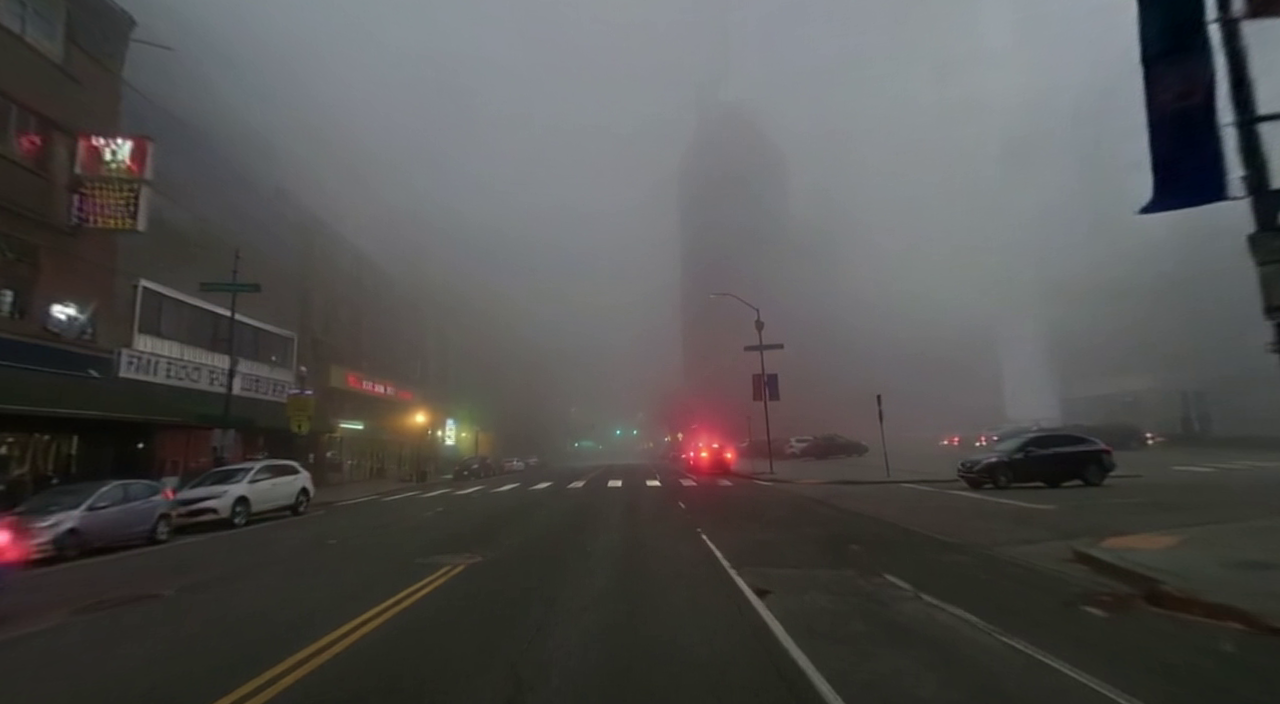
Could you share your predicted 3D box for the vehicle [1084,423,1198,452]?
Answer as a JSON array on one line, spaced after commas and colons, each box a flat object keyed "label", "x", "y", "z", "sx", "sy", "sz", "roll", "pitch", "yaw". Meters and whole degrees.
[{"label": "vehicle", "x": 27.157, "y": 4.649, "z": 34.347, "sx": 4.472, "sy": 1.500, "sz": 1.837, "roll": -1, "pitch": -8, "yaw": 3}]

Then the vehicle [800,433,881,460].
[{"label": "vehicle", "x": 13.457, "y": 6.346, "z": 42.572, "sx": 4.732, "sy": 1.746, "sz": 2.141, "roll": 0, "pitch": -8, "yaw": 0}]

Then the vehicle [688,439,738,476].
[{"label": "vehicle", "x": 3.706, "y": 5.434, "z": 32.892, "sx": 2.118, "sy": 1.779, "sz": 5.121, "roll": -1, "pitch": -8, "yaw": 2}]

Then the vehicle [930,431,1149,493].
[{"label": "vehicle", "x": 10.679, "y": 2.945, "z": 17.140, "sx": 4.611, "sy": 1.494, "sz": 1.982, "roll": 0, "pitch": -8, "yaw": -4}]

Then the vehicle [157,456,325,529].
[{"label": "vehicle", "x": -11.008, "y": 3.848, "z": 17.864, "sx": 1.943, "sy": 1.713, "sz": 4.153, "roll": -1, "pitch": -8, "yaw": 2}]

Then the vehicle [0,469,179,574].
[{"label": "vehicle", "x": -11.075, "y": 3.197, "z": 12.346, "sx": 1.586, "sy": 1.397, "sz": 3.473, "roll": -3, "pitch": -5, "yaw": 0}]

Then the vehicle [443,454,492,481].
[{"label": "vehicle", "x": -11.118, "y": 7.464, "z": 41.041, "sx": 2.018, "sy": 1.553, "sz": 4.407, "roll": 0, "pitch": -8, "yaw": -1}]

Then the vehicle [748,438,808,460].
[{"label": "vehicle", "x": 10.301, "y": 7.253, "z": 47.275, "sx": 4.018, "sy": 1.645, "sz": 1.875, "roll": 0, "pitch": -8, "yaw": -3}]
